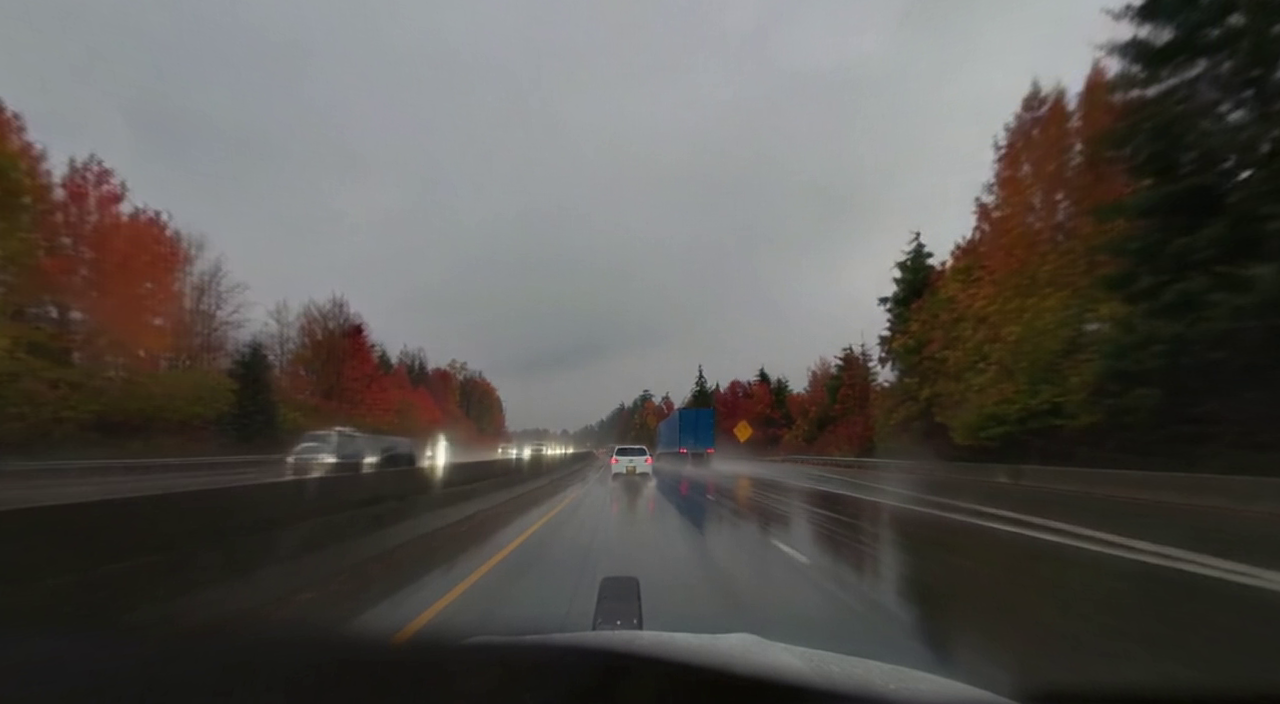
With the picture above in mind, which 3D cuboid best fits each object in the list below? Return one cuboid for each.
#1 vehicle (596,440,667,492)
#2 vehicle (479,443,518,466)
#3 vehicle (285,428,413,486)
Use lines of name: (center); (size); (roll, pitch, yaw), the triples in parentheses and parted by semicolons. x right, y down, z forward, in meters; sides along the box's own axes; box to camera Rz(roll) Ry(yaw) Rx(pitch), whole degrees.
vehicle: (-0.296, 3.709, 20.625); (2.099, 1.506, 4.097); (0, -9, -1)
vehicle: (-9.780, 7.115, 43.661); (1.796, 1.466, 3.929); (0, -9, 0)
vehicle: (-8.831, 3.247, 19.486); (1.947, 1.565, 4.155); (0, -9, 0)
